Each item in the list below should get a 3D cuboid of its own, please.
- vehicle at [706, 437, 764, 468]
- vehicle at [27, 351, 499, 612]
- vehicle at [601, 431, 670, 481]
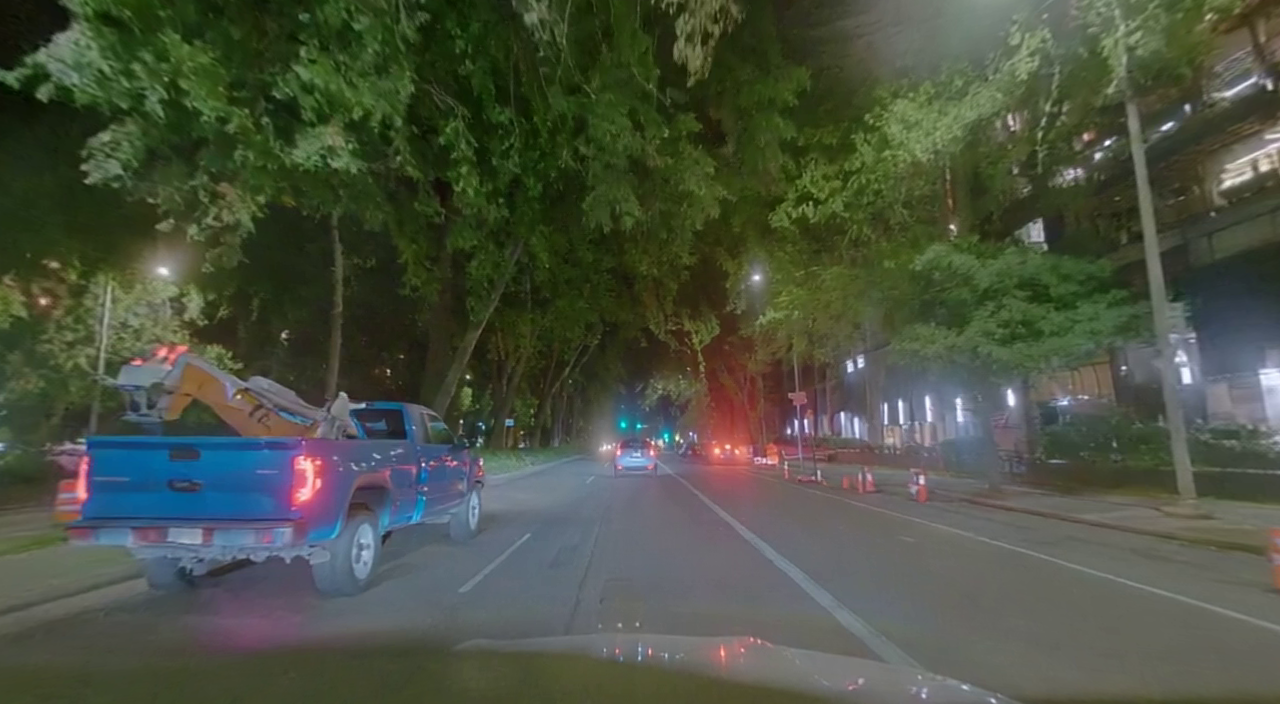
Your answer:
[{"bbox_3d":[5.377,5.775,36.445,2.082,1.601,4.451,1,-9,-9],"label":"vehicle"},{"bbox_3d":[-3.614,1.437,7.920,2.424,2.063,5.678,0,-9,0],"label":"vehicle"},{"bbox_3d":[-0.195,3.962,24.309,2.413,1.748,4.406,0,-8,-1],"label":"vehicle"}]
